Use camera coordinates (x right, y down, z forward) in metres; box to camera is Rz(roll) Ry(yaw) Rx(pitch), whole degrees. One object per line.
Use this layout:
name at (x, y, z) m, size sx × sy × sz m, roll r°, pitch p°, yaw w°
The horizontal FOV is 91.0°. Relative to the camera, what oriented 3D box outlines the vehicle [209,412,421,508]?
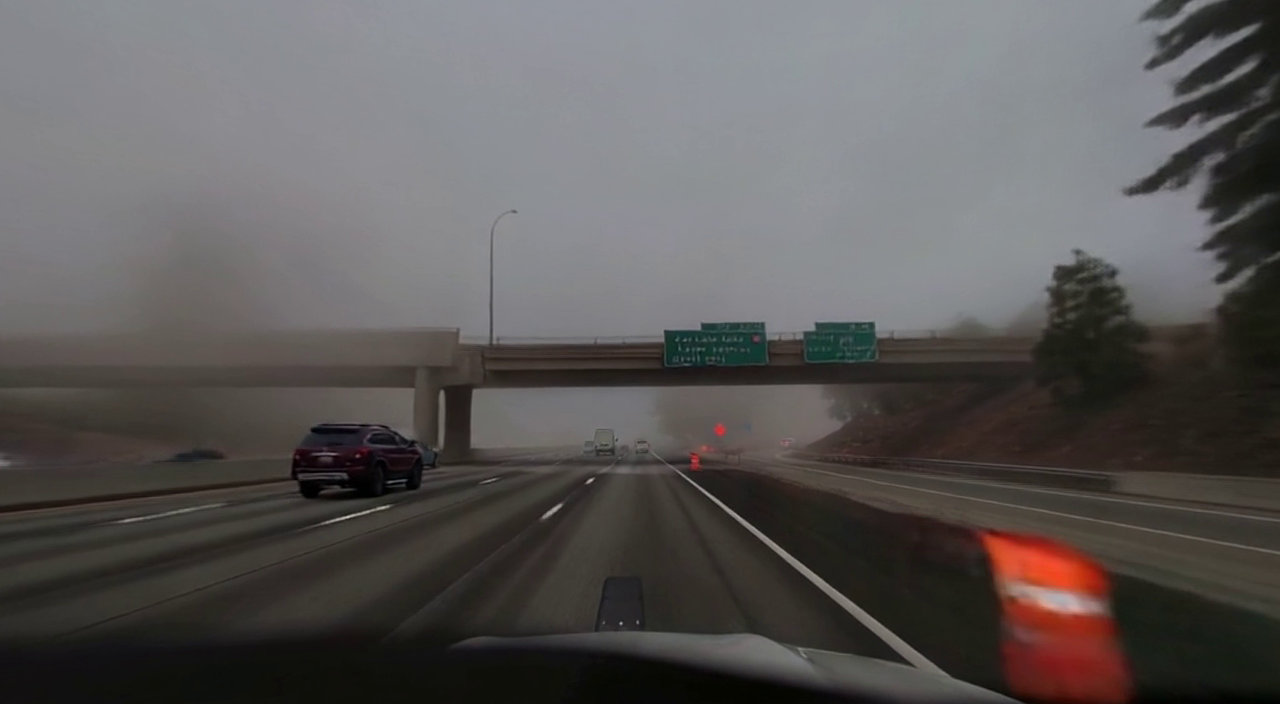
vehicle at (-6.984, 2.392, 14.360) m, size 2.103 × 1.775 × 4.966 m, roll 0°, pitch -8°, yaw 1°
